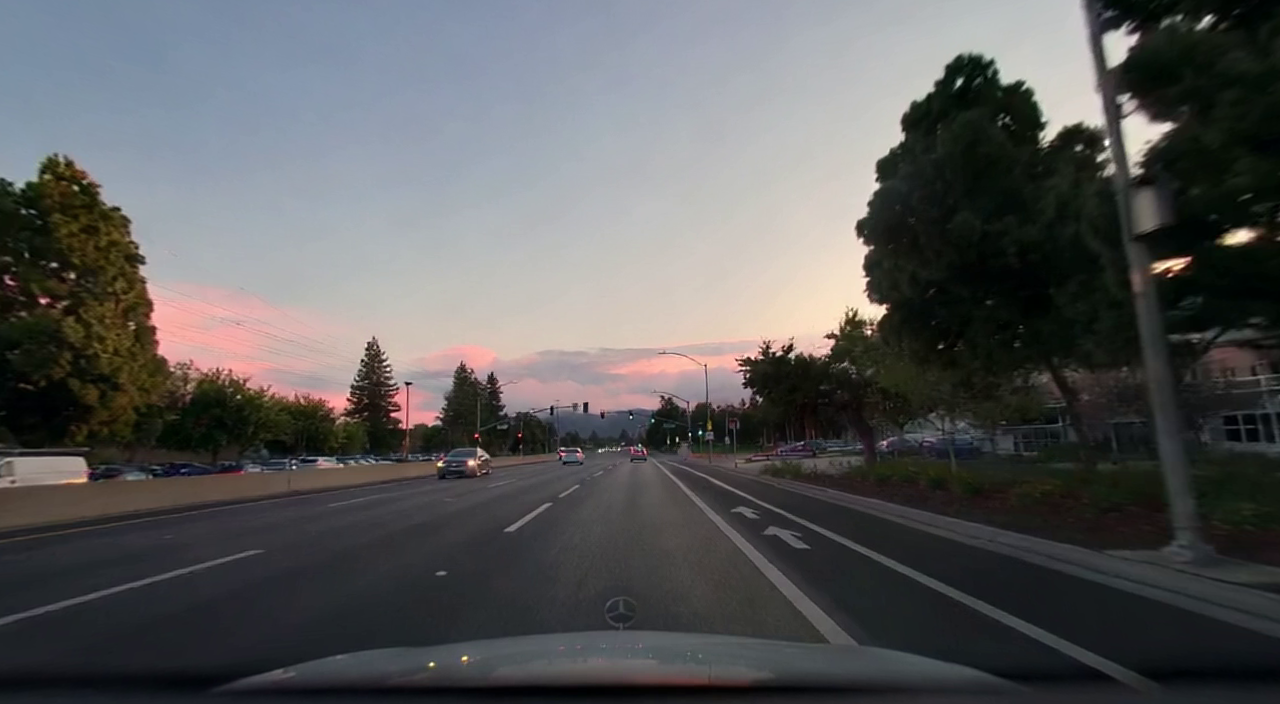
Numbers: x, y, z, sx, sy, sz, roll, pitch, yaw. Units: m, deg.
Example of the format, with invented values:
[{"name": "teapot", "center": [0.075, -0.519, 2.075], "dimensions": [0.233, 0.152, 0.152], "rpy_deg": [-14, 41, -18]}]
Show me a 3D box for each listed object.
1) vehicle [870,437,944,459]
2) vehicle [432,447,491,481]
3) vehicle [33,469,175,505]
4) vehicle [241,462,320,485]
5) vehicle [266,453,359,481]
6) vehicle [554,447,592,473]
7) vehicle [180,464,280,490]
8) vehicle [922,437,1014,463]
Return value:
[{"name": "vehicle", "center": [19.136, 6.905, 45.384], "dimensions": [4.481, 1.482, 1.814], "rpy_deg": [0, -9, -2]}, {"name": "vehicle", "center": [-9.855, 6.171, 35.231], "dimensions": [1.971, 1.744, 4.399], "rpy_deg": [-1, -9, 1]}, {"name": "vehicle", "center": [-24.726, 6.235, 29.279], "dimensions": [4.718, 1.458, 2.054], "rpy_deg": [0, -9, 0]}, {"name": "vehicle", "center": [-25.015, 8.467, 44.066], "dimensions": [4.217, 1.466, 1.999], "rpy_deg": [0, -9, 0]}, {"name": "vehicle", "center": [-25.052, 8.809, 48.514], "dimensions": [5.763, 1.982, 2.425], "rpy_deg": [-1, -9, 1]}, {"name": "vehicle", "center": [-3.933, 6.360, 37.507], "dimensions": [1.928, 1.451, 4.219], "rpy_deg": [0, -9, -2]}, {"name": "vehicle", "center": [-25.299, 7.702, 39.071], "dimensions": [4.756, 1.501, 2.023], "rpy_deg": [0, -9, 1]}, {"name": "vehicle", "center": [19.750, 5.903, 38.161], "dimensions": [4.505, 1.481, 1.870], "rpy_deg": [0, -9, 0]}]
